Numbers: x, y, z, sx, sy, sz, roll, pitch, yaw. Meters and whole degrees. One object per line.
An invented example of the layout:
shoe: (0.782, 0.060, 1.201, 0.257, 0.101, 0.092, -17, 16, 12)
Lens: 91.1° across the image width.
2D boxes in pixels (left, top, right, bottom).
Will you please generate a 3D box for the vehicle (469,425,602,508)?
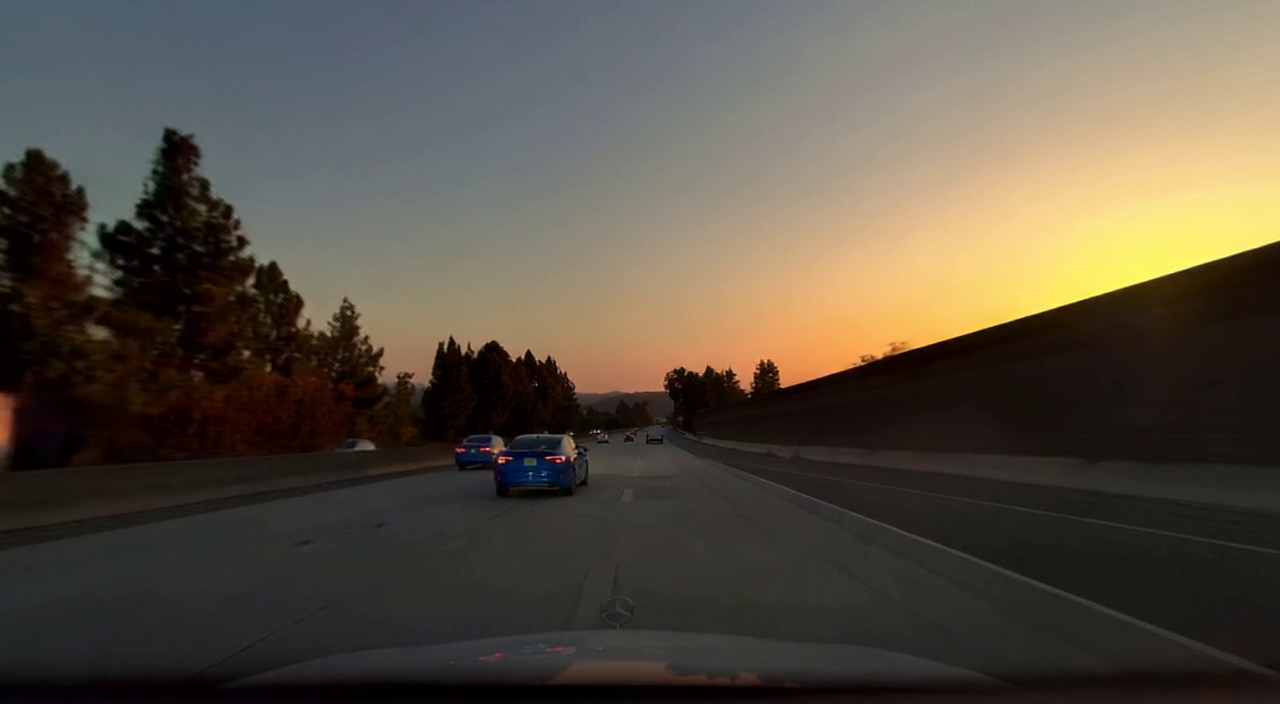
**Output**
vehicle: (-2.041, 2.364, 13.537, 2.079, 1.500, 3.881, 0, -8, 2)
